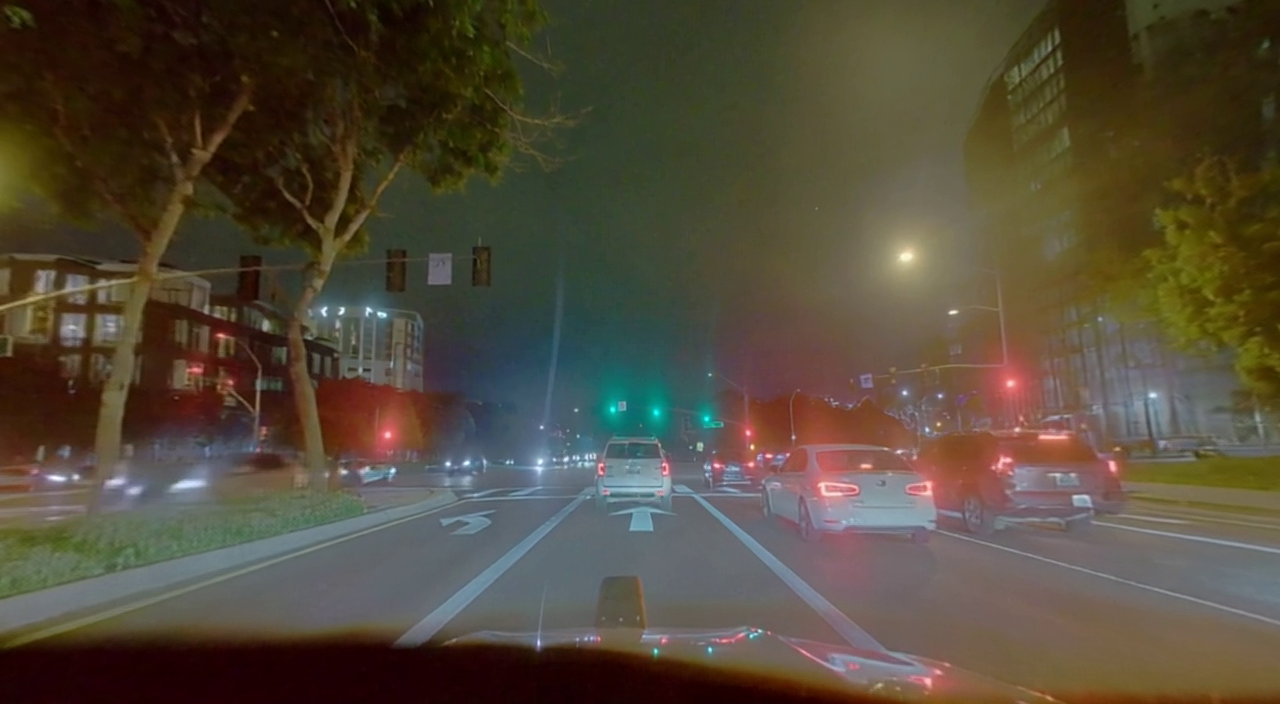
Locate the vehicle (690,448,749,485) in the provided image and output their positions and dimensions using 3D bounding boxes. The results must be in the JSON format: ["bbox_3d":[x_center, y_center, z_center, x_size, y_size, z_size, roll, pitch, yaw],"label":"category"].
[{"bbox_3d":[3.516,5.138,28.740,2.004,1.523,4.263,0,-9,-1],"label":"vehicle"}]

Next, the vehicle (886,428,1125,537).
[{"bbox_3d":[6.732,2.425,12.371,1.987,1.730,4.373,0,-9,-1],"label":"vehicle"}]

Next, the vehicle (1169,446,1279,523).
[{"bbox_3d":[14.455,2.831,13.651,2.125,1.592,4.428,0,-9,-1],"label":"vehicle"}]

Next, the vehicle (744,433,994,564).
[{"bbox_3d":[3.194,2.139,10.122,2.034,1.558,4.774,0,-9,-3],"label":"vehicle"}]

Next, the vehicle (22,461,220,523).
[{"bbox_3d":[-14.421,3.871,17.967,2.107,1.448,4.179,0,-9,-1],"label":"vehicle"}]

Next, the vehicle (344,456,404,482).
[{"bbox_3d":[-17.566,7.736,42.041,1.911,1.483,4.849,0,-9,0],"label":"vehicle"}]

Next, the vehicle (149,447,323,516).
[{"bbox_3d":[-11.068,3.521,17.798,2.032,1.671,4.316,0,-9,0],"label":"vehicle"}]

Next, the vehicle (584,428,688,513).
[{"bbox_3d":[-0.101,2.881,15.834,2.236,1.827,4.316,0,-9,0],"label":"vehicle"}]
